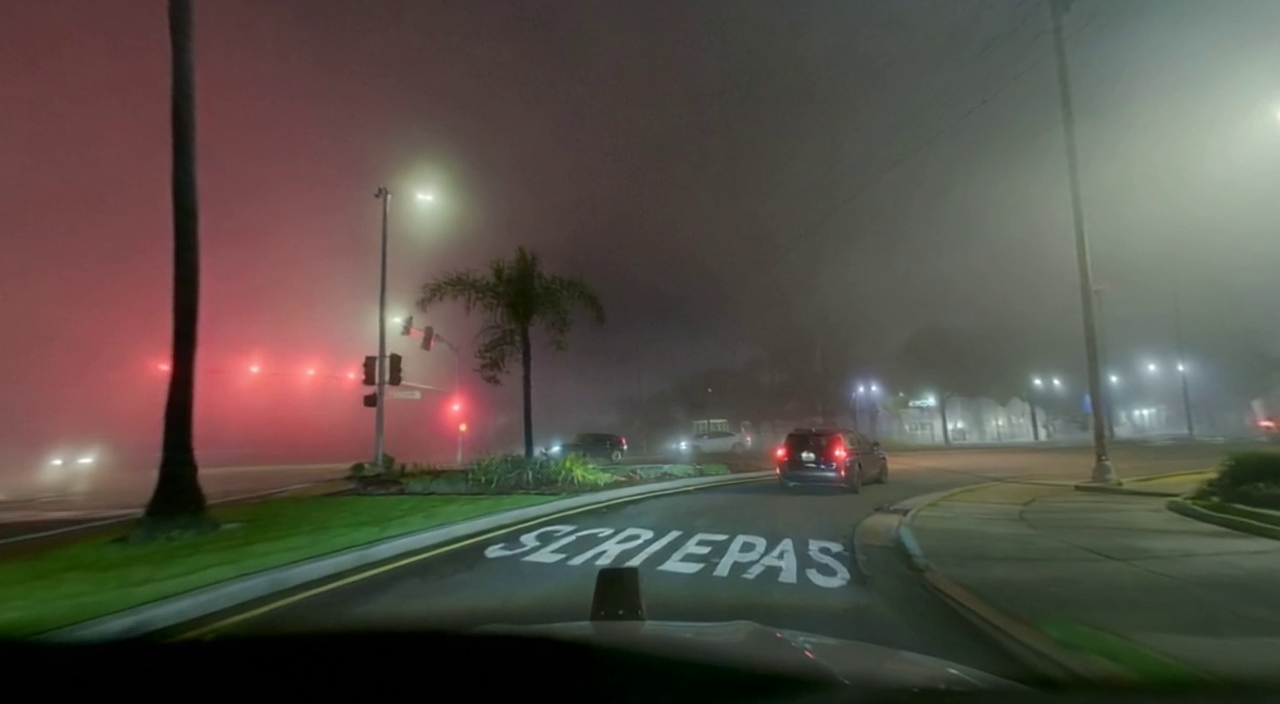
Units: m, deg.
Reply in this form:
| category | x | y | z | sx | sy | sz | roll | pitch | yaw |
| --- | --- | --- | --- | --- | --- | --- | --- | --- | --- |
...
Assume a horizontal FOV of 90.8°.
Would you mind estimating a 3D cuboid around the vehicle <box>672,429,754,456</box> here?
| category | x | y | z | sx | sy | sz | roll | pitch | yaw |
| --- | --- | --- | --- | --- | --- | --- | --- | --- | --- |
| vehicle | 4.414 | 5.512 | 38.444 | 4.515 | 1.492 | 1.871 | 0 | -9 | -11 |

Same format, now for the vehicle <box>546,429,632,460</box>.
| category | x | y | z | sx | sy | sz | roll | pitch | yaw |
| --- | --- | --- | --- | --- | --- | --- | --- | --- | --- |
| vehicle | -3.000 | 5.380 | 36.760 | 4.757 | 1.633 | 1.932 | 1 | -8 | -13 |

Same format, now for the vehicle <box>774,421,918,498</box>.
| category | x | y | z | sx | sy | sz | roll | pitch | yaw |
| --- | --- | --- | --- | --- | --- | --- | --- | --- | --- |
| vehicle | 5.014 | 2.490 | 14.952 | 2.070 | 1.493 | 4.570 | -6 | -10 | 32 |
